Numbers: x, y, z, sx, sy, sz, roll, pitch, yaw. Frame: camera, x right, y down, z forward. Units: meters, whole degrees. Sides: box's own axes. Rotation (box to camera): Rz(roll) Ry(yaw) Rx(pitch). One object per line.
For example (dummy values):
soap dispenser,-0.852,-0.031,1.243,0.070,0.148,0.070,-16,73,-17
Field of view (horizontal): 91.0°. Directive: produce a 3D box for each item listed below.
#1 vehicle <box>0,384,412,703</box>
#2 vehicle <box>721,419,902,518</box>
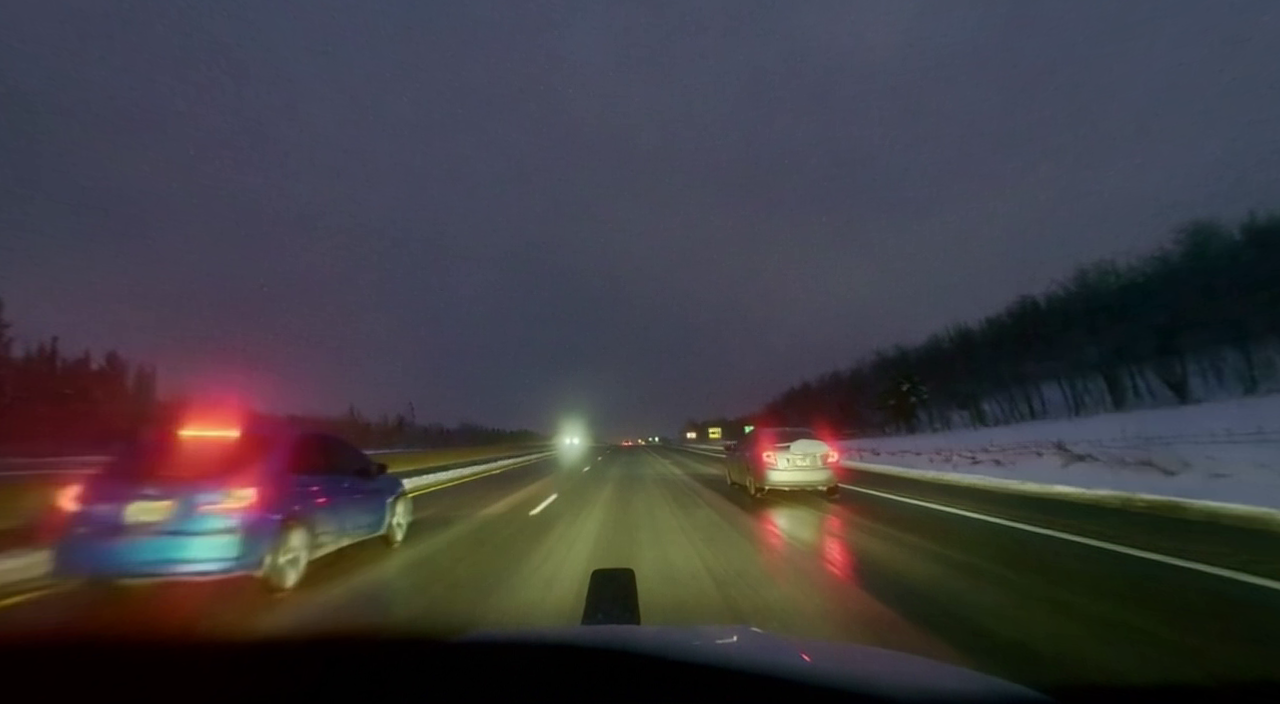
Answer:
vehicle,-3.700,1.256,4.962,2.206,1.604,4.374,0,-8,-1
vehicle,3.176,2.274,12.801,2.349,1.651,4.161,0,-8,-2
